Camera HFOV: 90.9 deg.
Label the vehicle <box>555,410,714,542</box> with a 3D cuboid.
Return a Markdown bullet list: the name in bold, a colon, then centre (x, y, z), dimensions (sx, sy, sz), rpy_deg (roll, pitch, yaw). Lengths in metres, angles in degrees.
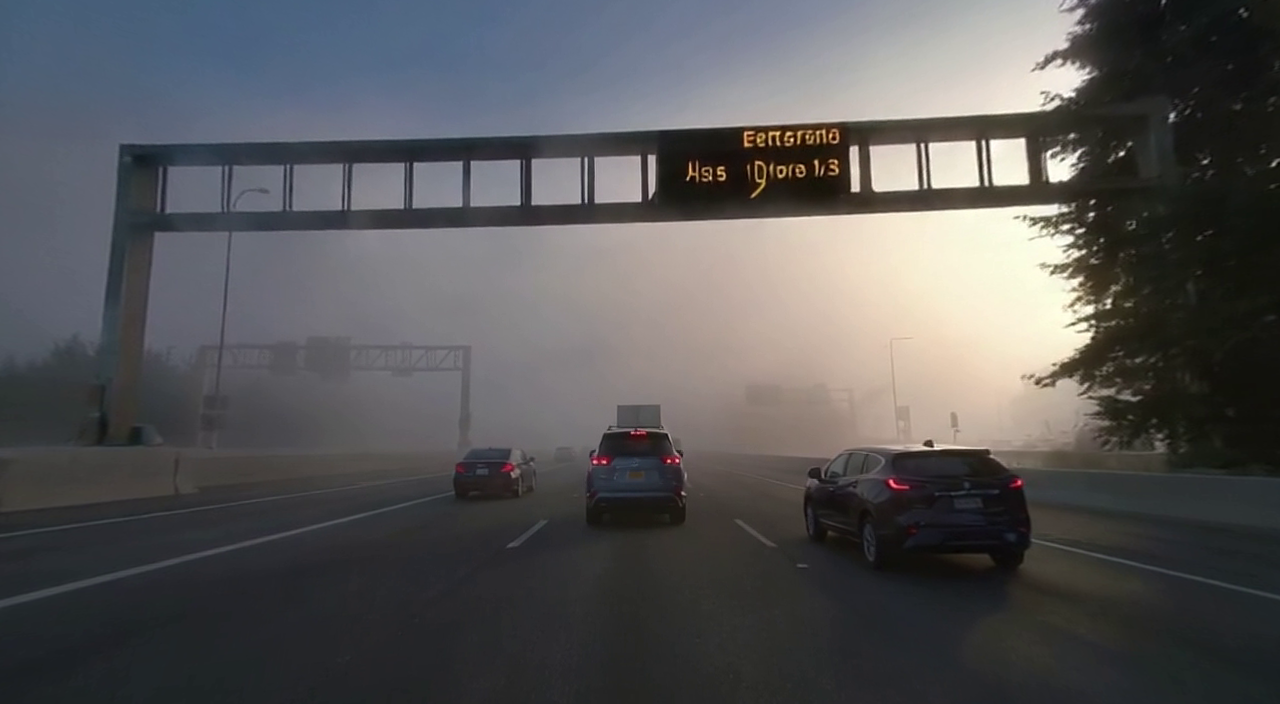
- **vehicle**: centre (-0.083, 1.995, 10.631), dimensions (2.152, 1.779, 3.924), rpy_deg (0, -9, 0)

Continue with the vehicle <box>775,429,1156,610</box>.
- **vehicle**: centre (3.186, 1.721, 7.516), dimensions (2.018, 1.470, 4.491), rpy_deg (0, -9, -2)

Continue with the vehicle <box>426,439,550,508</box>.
- **vehicle**: centre (-3.603, 2.955, 15.797), dimensions (2.005, 1.458, 4.143), rpy_deg (0, -9, 1)
